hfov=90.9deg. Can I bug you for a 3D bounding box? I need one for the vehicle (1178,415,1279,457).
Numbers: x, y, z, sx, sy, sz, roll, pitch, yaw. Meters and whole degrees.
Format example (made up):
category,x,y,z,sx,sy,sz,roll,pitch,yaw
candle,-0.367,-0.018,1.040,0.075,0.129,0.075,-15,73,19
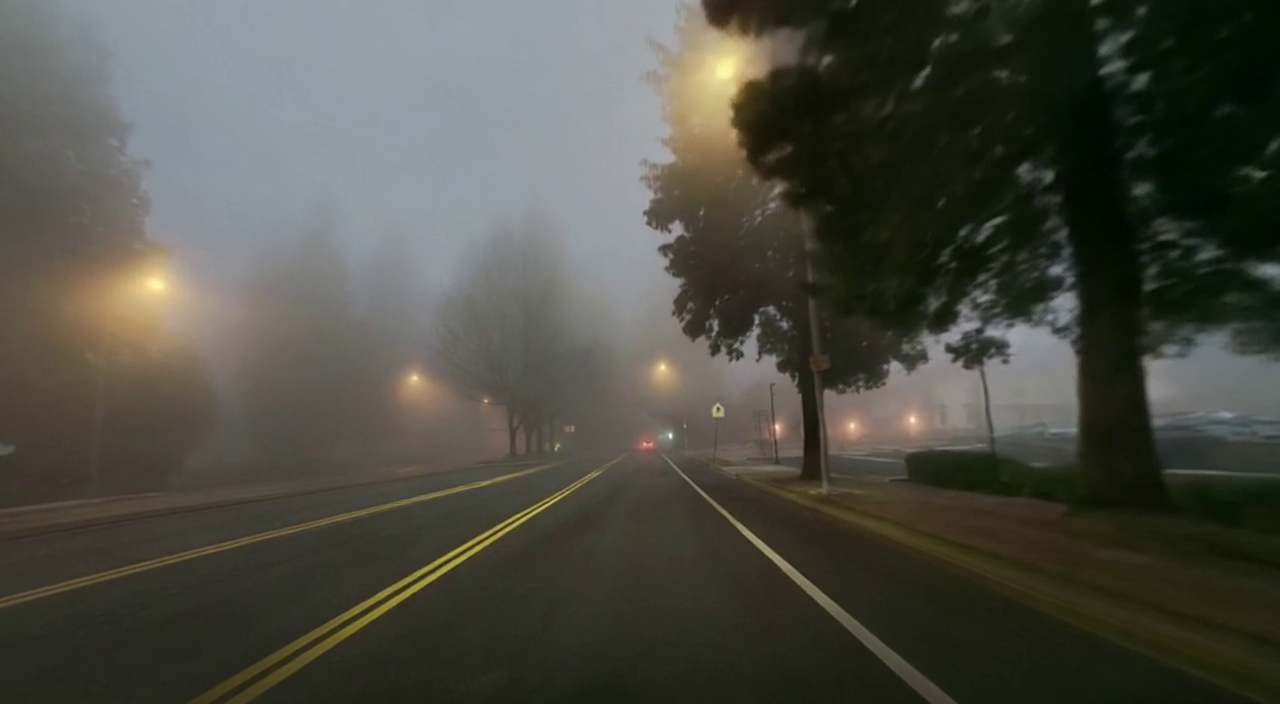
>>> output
category,x,y,z,sx,sy,sz,roll,pitch,yaw
vehicle,21.883,2.944,22.053,4.271,1.424,1.941,0,-8,1
